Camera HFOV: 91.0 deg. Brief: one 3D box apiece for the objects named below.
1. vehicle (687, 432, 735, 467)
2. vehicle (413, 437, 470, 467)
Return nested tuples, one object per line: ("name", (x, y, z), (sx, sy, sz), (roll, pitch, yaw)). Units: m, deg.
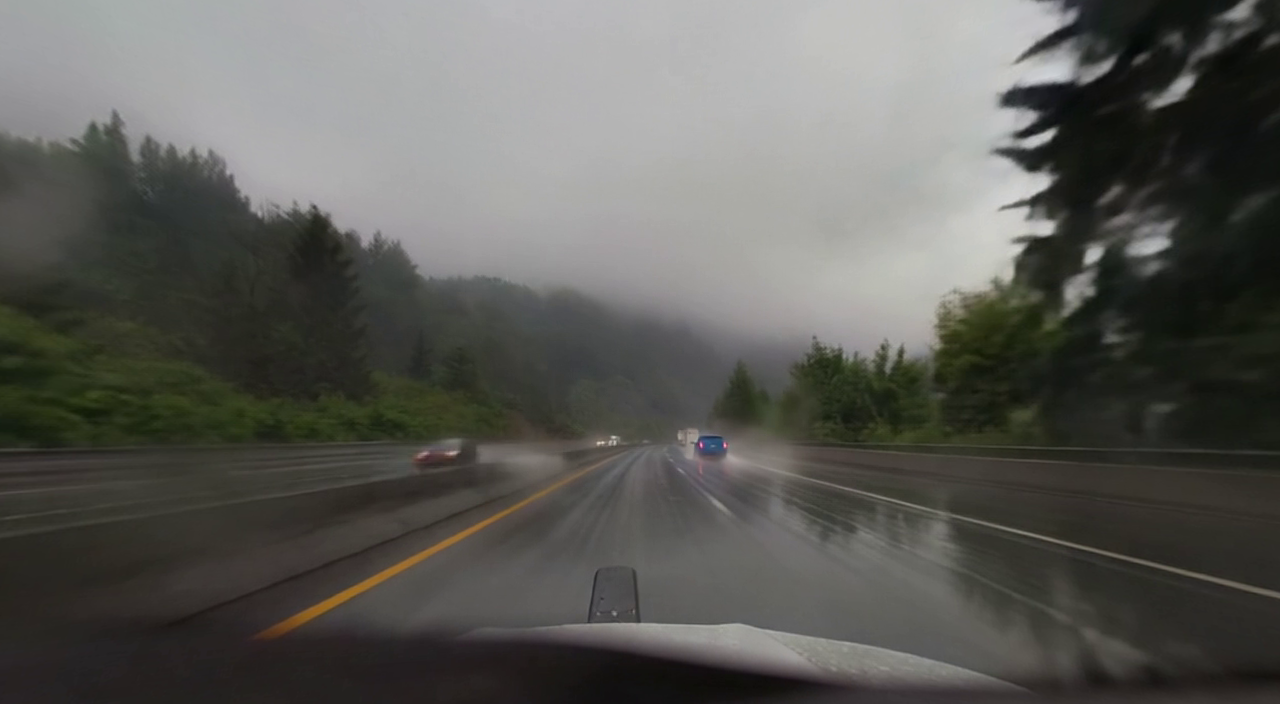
("vehicle", (3.591, 5.033, 32.684), (2.022, 1.663, 4.245), (0, -8, 0))
("vehicle", (-10.304, 5.194, 32.869), (1.654, 1.413, 3.586), (-1, -8, 2))
